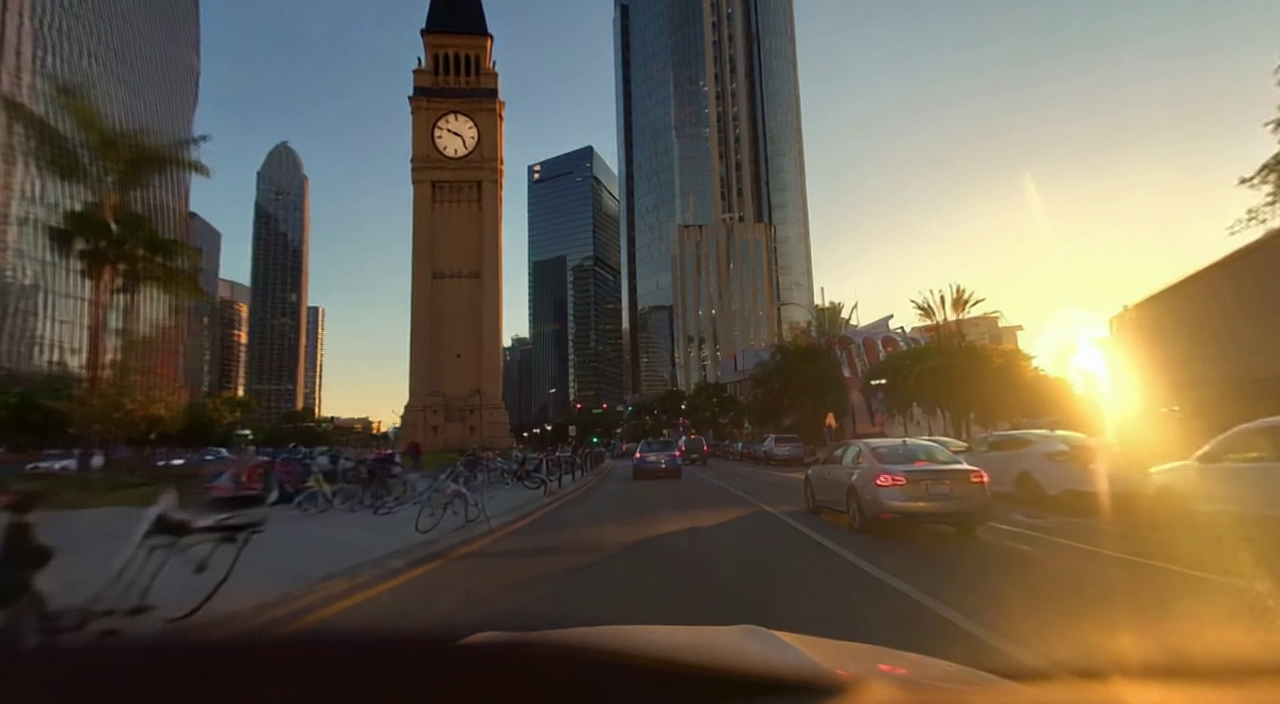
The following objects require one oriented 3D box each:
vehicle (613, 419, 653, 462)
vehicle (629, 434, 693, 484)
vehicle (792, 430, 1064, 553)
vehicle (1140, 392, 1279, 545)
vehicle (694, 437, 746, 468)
[{"bbox_3d":[-0.620,6.440,45.617,2.400,2.872,6.053,0,-9,-5],"label":"vehicle"},{"bbox_3d":[0.692,3.828,22.875,2.111,1.605,3.832,0,-8,0],"label":"vehicle"},{"bbox_3d":[4.162,2.089,10.266,2.116,1.500,4.702,0,-8,-1],"label":"vehicle"},{"bbox_3d":[9.230,1.458,7.868,2.041,1.941,4.884,-1,-8,2],"label":"vehicle"},{"bbox_3d":[4.338,5.561,34.985,1.981,1.572,4.718,0,-9,-4],"label":"vehicle"}]
